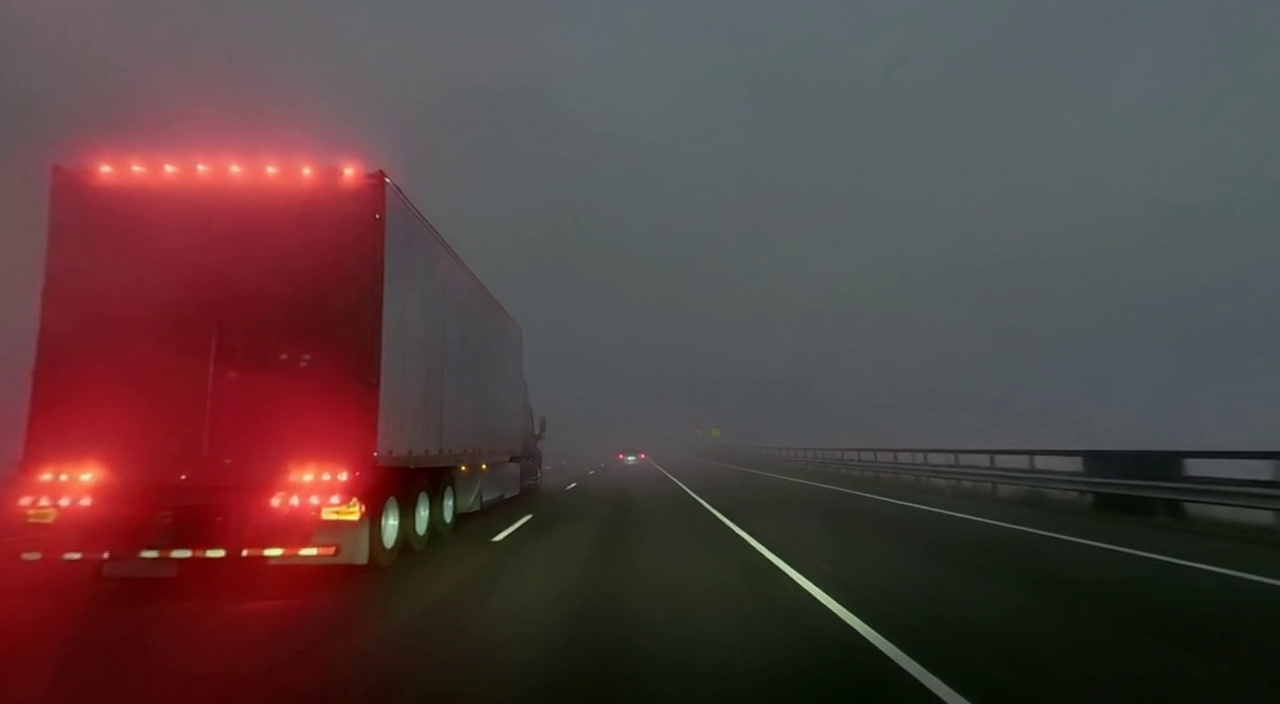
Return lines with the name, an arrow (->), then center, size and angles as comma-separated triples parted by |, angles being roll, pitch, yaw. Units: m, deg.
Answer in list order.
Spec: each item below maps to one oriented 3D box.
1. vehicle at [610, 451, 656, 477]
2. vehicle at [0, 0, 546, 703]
vehicle -> -0.370, 6.318, 35.698 | 2.398, 1.336, 5.698 | 0, -9, 0
vehicle -> -3.966, 0.947, 10.219 | 2.914, 4.039, 14.493 | 0, -9, -1
